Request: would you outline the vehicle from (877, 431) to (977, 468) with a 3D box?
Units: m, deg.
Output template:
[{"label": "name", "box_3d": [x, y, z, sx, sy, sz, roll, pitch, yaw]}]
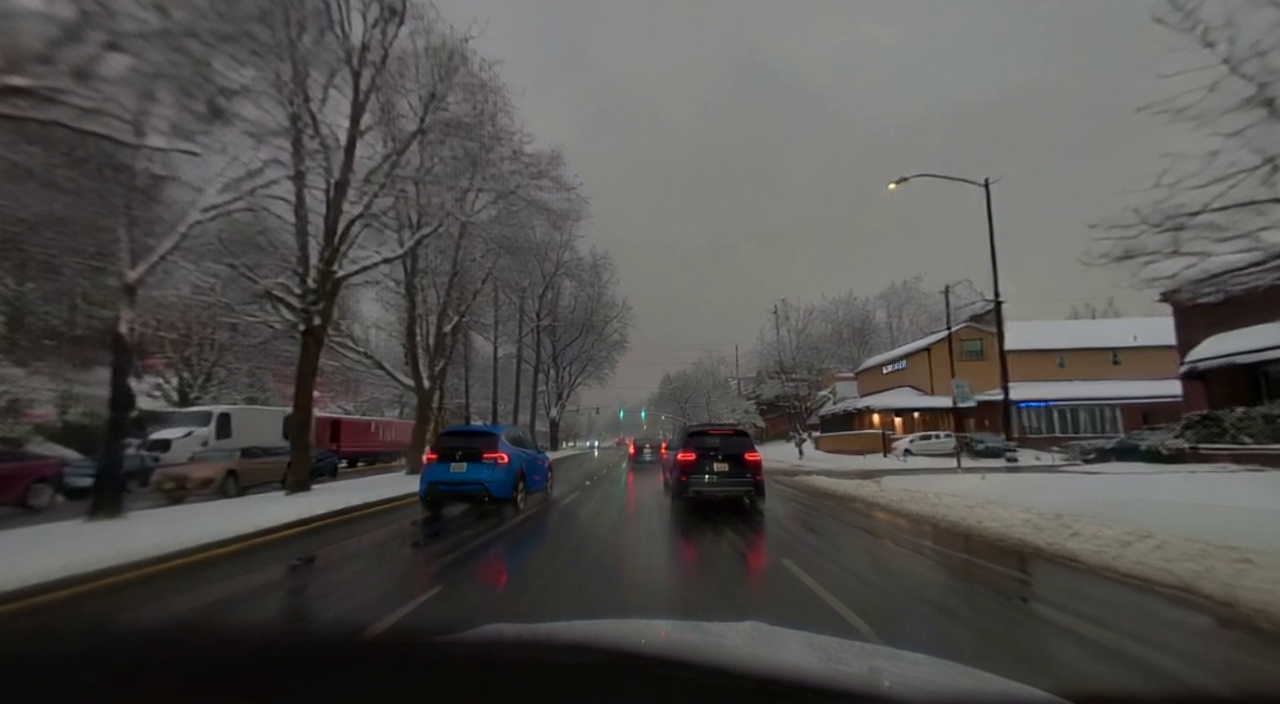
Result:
[{"label": "vehicle", "box_3d": [15.964, 5.397, 35.379, 2.032, 1.877, 4.876, 2, -7, -25]}]

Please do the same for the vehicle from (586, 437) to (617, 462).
[{"label": "vehicle", "box_3d": [-2.895, 7.446, 48.210, 2.014, 1.755, 4.360, 0, -9, 1]}]

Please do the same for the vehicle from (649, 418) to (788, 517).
[{"label": "vehicle", "box_3d": [1.433, 2.389, 13.496, 2.280, 1.747, 4.361, 0, -9, -2]}]

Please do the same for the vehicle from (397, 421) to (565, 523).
[{"label": "vehicle", "box_3d": [-2.933, 2.347, 12.881, 2.043, 1.687, 4.676, 0, -8, 2]}]

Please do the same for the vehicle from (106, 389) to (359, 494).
[{"label": "vehicle", "box_3d": [-15.040, 3.538, 24.772, 2.901, 3.276, 9.720, -1, -9, 4]}]

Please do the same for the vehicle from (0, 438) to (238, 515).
[{"label": "vehicle", "box_3d": [-11.914, 2.795, 14.723, 1.923, 1.490, 4.501, 0, -9, 3]}]
